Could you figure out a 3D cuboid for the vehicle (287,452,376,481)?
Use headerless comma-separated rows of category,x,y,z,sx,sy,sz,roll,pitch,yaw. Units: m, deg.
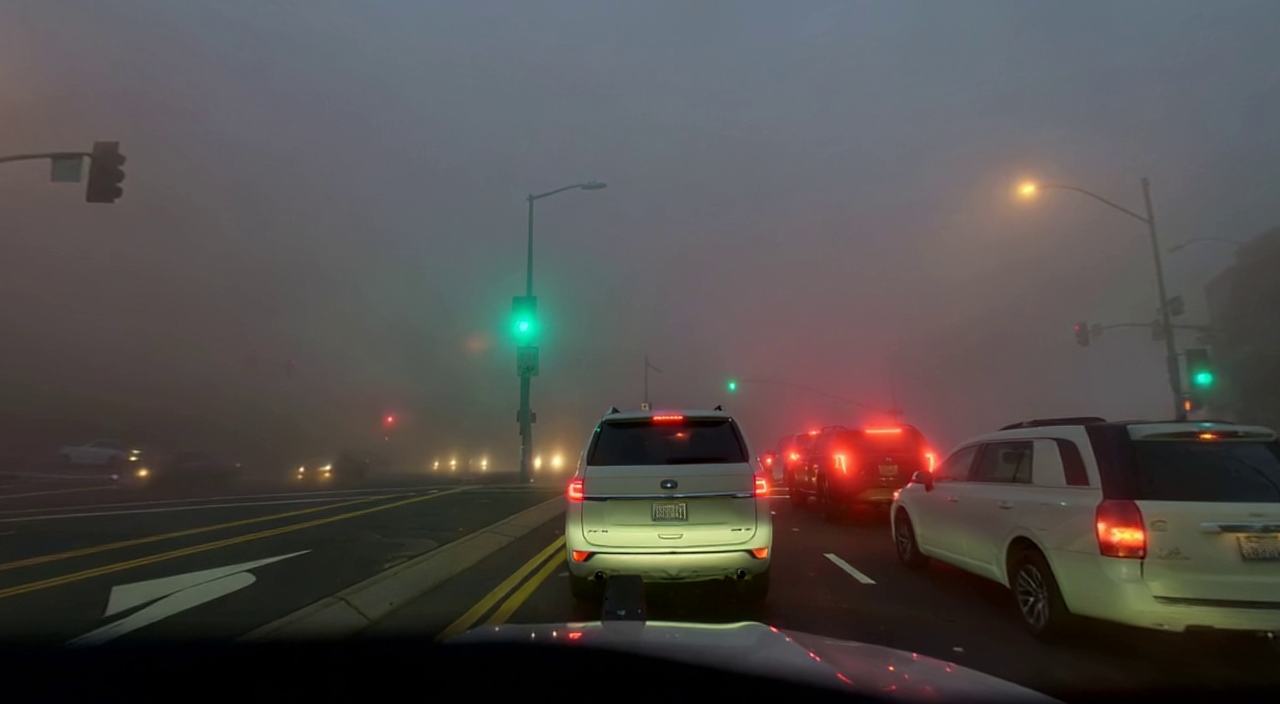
vehicle,-20.304,7.490,41.759,2.089,1.739,4.744,-6,-11,36

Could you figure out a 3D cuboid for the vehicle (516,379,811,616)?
vehicle,0.228,1.463,7.221,2.292,1.840,4.394,0,-9,1

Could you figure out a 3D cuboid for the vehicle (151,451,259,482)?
vehicle,-27.550,7.260,40.196,5.156,1.849,2.044,1,-9,-8

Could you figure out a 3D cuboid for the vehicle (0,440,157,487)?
vehicle,-24.577,4.839,27.554,5.062,1.946,2.243,0,-9,-1

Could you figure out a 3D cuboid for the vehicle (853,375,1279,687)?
vehicle,3.601,1.292,5.665,2.018,1.701,4.288,0,-9,2
